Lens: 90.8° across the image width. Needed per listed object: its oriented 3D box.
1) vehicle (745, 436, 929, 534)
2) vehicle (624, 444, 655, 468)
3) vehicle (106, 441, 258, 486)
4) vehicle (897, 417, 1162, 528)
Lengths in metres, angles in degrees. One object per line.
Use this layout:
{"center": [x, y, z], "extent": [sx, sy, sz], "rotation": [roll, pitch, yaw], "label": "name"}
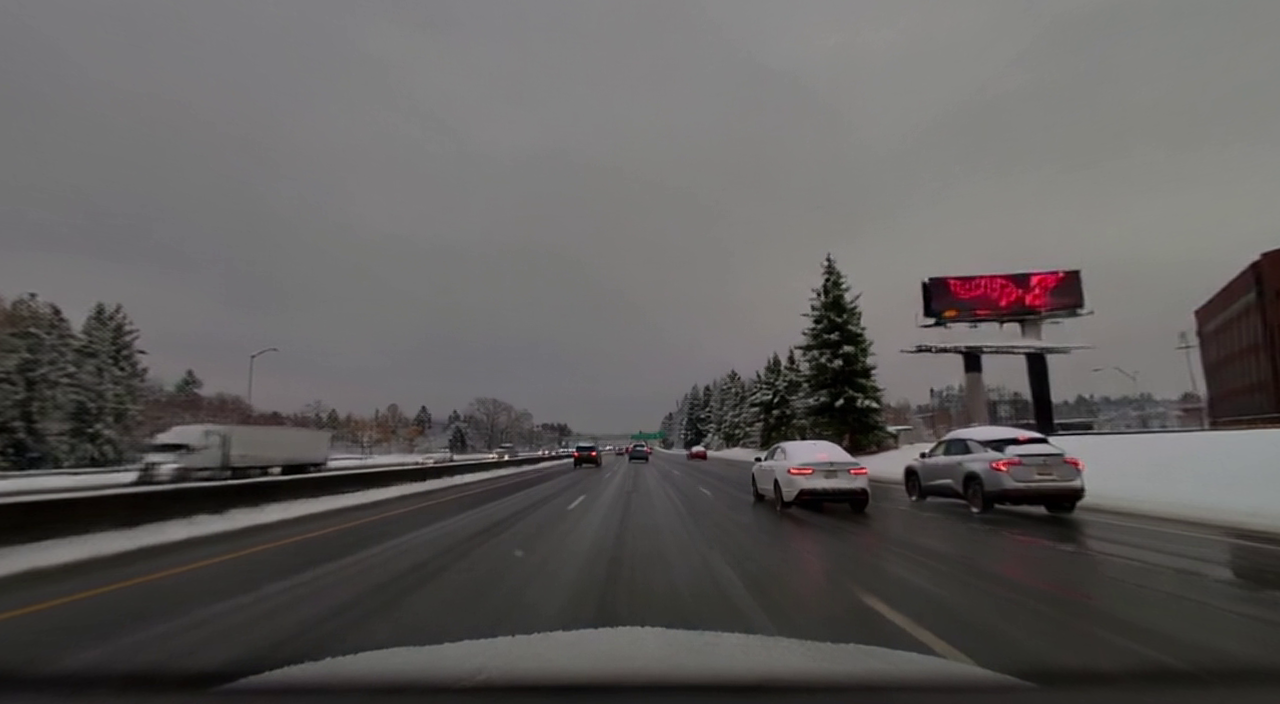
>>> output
{"center": [3.449, 2.426, 12.140], "extent": [1.987, 1.509, 4.512], "rotation": [0, -9, -1], "label": "vehicle"}
{"center": [-0.069, 7.774, 47.367], "extent": [2.191, 1.685, 4.015], "rotation": [0, -9, -1], "label": "vehicle"}
{"center": [-25.635, 6.256, 36.006], "extent": [2.922, 2.226, 7.704], "rotation": [0, -9, 0], "label": "vehicle"}
{"center": [7.398, 2.348, 12.837], "extent": [2.176, 1.793, 4.841], "rotation": [0, -9, -1], "label": "vehicle"}
